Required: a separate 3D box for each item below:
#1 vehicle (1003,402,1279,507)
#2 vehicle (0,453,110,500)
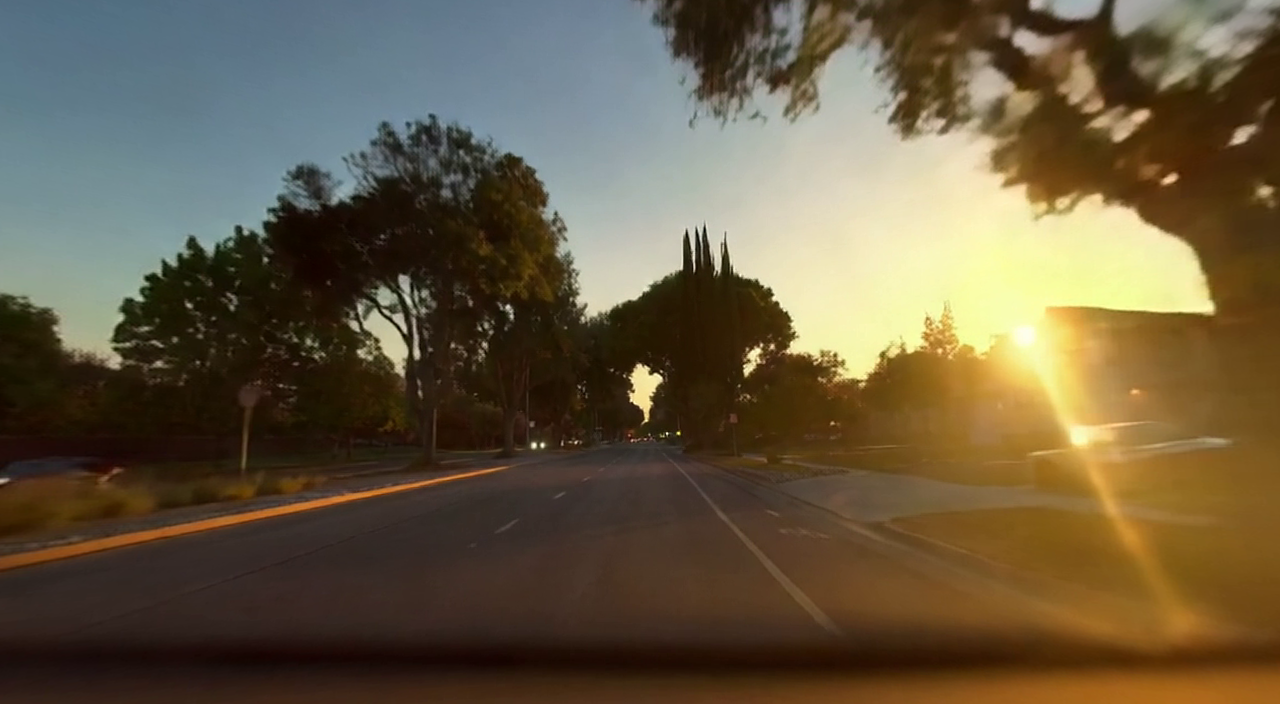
[{"bbox_3d":[10.140,1.946,12.482,2.199,1.661,4.495,3,-8,-31],"label":"vehicle"},{"bbox_3d":[-22.275,4.453,22.836,1.989,1.477,4.760,0,-8,1],"label":"vehicle"}]
